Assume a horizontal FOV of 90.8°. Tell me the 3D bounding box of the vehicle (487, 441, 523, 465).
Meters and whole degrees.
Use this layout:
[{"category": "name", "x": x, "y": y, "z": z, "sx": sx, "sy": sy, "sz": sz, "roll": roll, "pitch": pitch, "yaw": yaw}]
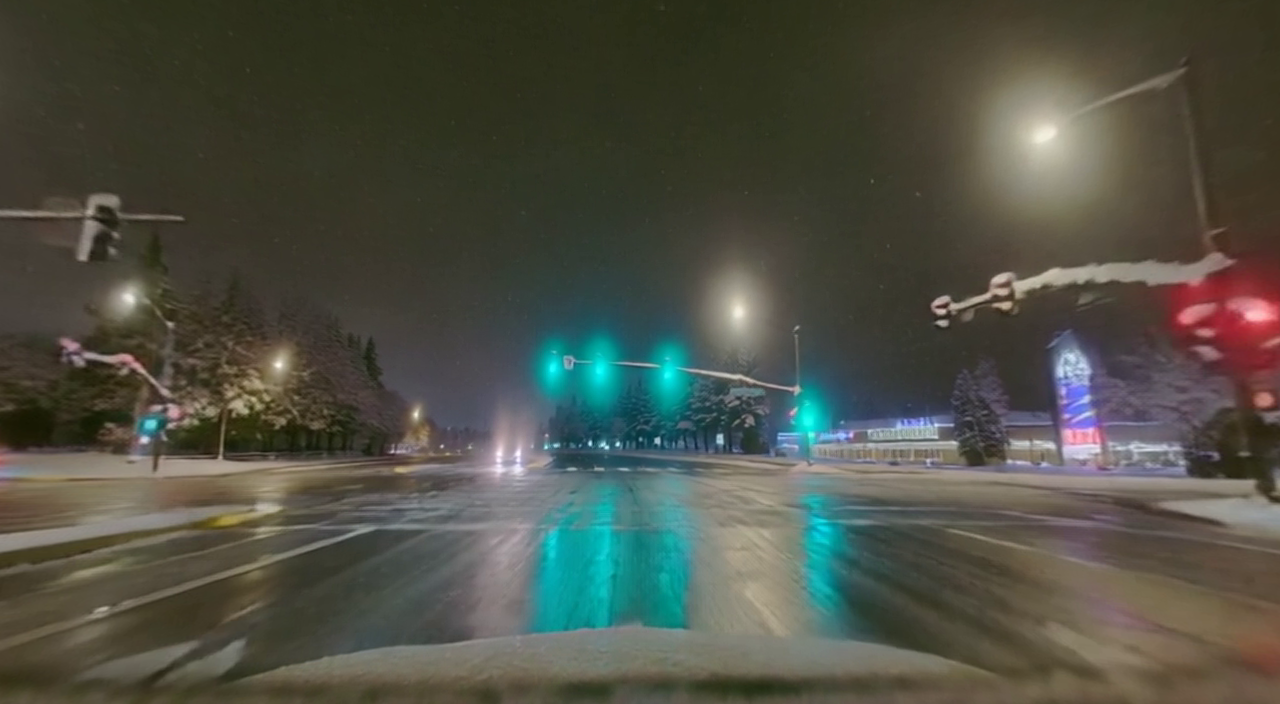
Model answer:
[{"category": "vehicle", "x": -10.487, "y": 7.901, "z": 49.466, "sx": 2.175, "sy": 1.795, "sz": 4.640, "roll": 0, "pitch": -8, "yaw": -5}]
